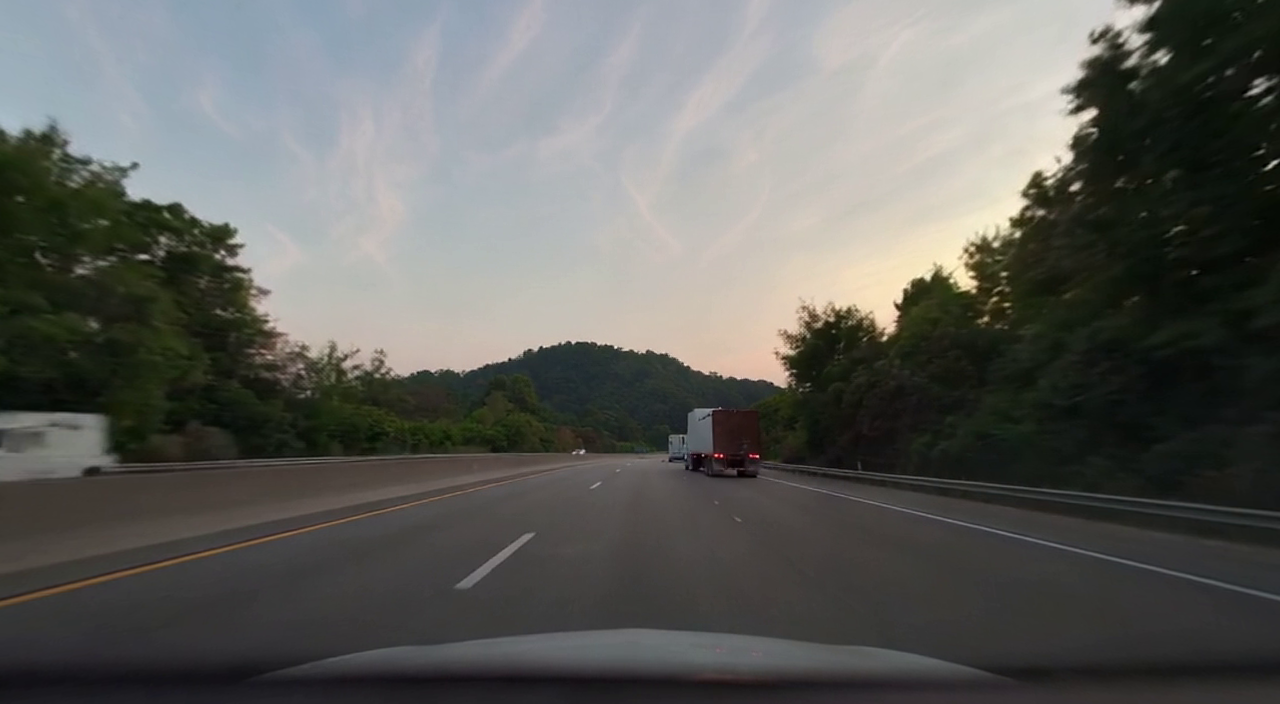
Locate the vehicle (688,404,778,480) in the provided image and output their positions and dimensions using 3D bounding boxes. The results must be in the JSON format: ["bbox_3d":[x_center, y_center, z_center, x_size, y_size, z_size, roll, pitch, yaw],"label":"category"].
[{"bbox_3d":[4.698,5.145,35.401,2.868,3.427,14.032,0,-9,0],"label":"vehicle"}]
